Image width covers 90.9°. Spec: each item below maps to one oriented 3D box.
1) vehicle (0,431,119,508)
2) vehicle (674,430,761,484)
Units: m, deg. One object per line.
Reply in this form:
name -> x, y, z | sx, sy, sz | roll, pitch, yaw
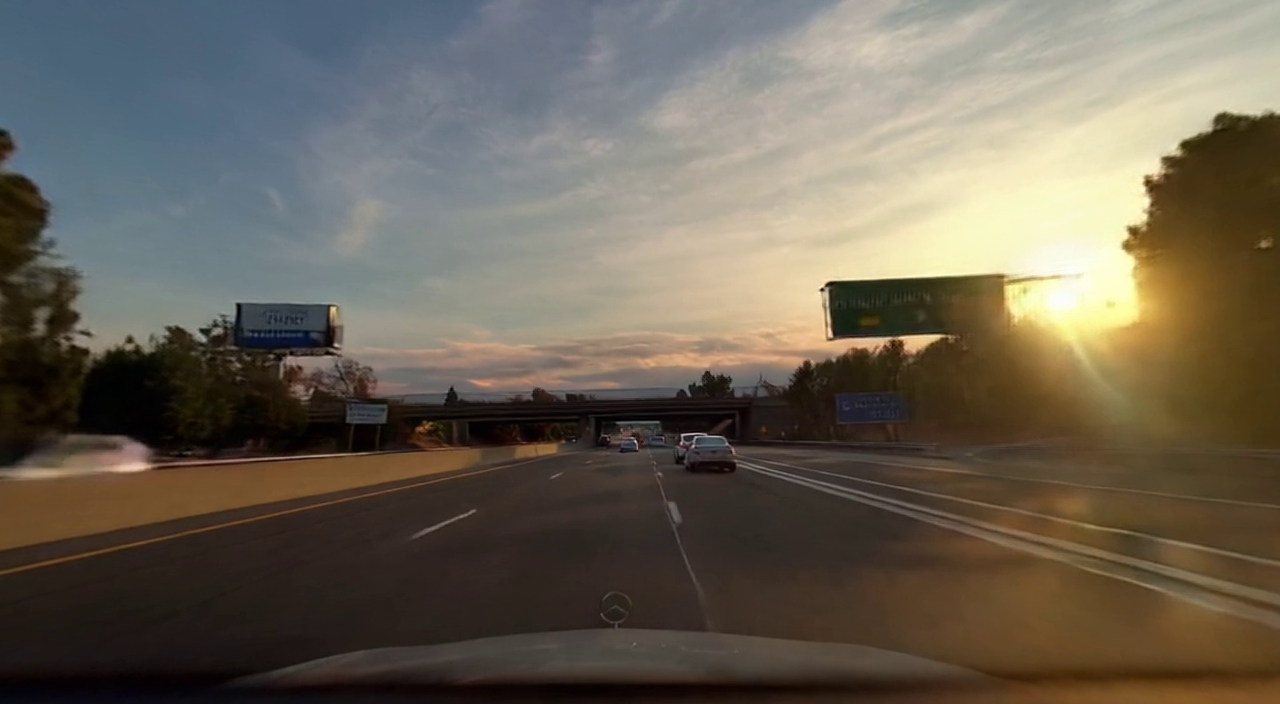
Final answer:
vehicle -> -13.420, 2.371, 12.934 | 1.861, 1.490, 4.157 | 0, -8, 0
vehicle -> 2.523, 3.585, 21.982 | 2.240, 1.646, 4.949 | 1, -8, -2
